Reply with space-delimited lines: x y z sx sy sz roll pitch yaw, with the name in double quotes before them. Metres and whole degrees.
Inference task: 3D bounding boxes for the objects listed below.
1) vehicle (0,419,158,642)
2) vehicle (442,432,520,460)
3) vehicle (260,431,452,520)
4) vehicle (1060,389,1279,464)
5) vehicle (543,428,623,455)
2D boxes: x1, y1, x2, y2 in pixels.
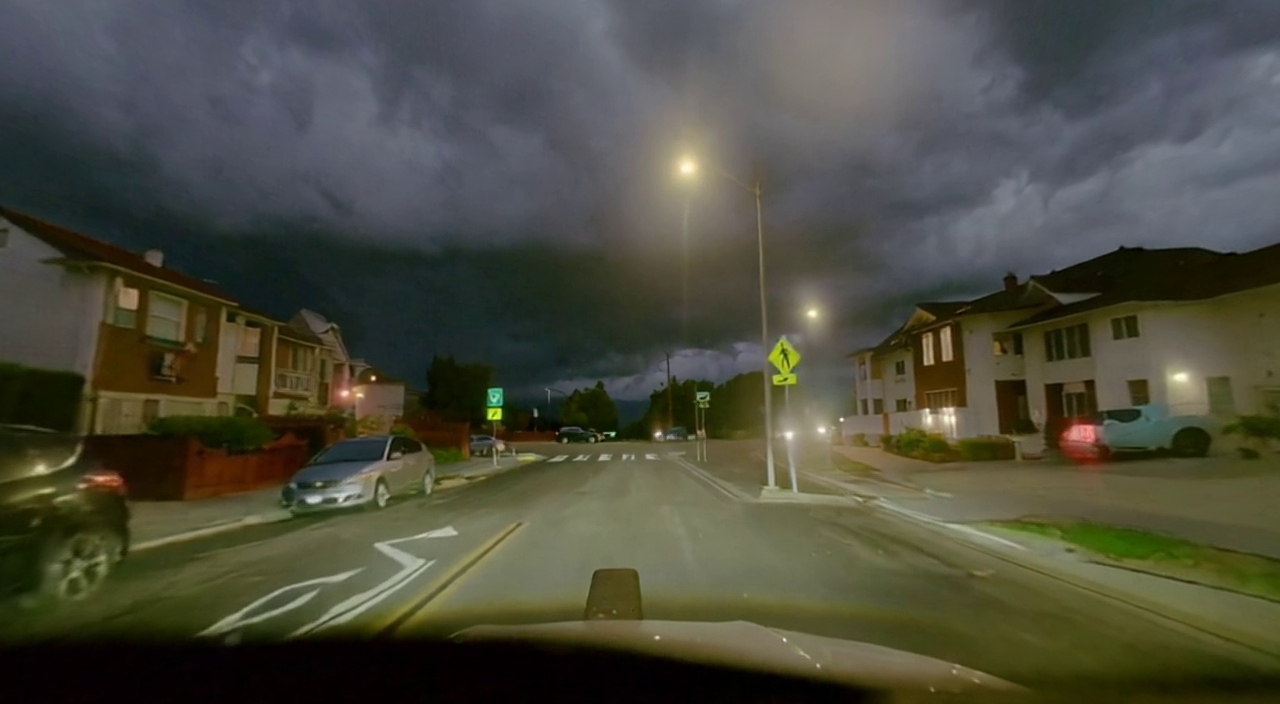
"vehicle" -5.378 1.175 3.869 1.842 1.540 3.704 0 -8 0
"vehicle" -10.159 5.976 40.228 4.639 1.700 2.002 2 -8 -18
"vehicle" -5.423 2.382 12.747 1.919 1.464 4.155 0 -8 0
"vehicle" 14.153 2.052 17.076 4.184 1.817 2.026 -4 -8 23
"vehicle" -3.982 6.297 44.437 5.181 1.768 2.139 3 -8 -25
